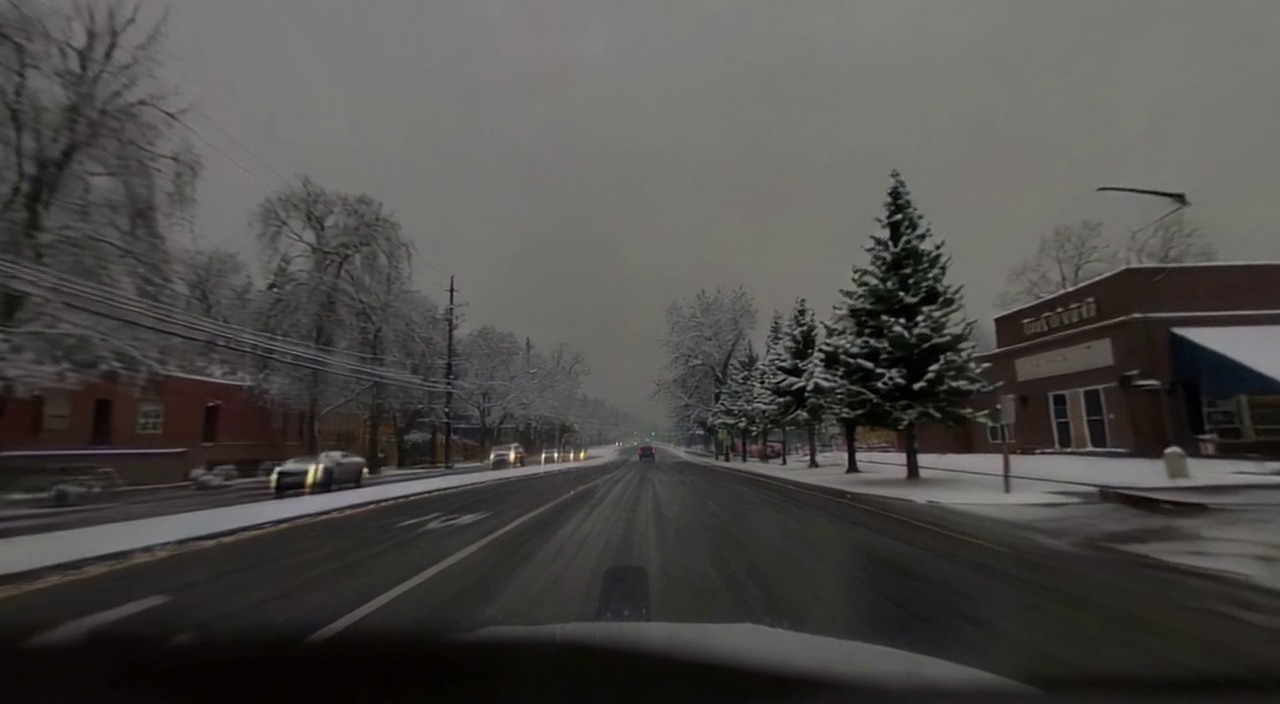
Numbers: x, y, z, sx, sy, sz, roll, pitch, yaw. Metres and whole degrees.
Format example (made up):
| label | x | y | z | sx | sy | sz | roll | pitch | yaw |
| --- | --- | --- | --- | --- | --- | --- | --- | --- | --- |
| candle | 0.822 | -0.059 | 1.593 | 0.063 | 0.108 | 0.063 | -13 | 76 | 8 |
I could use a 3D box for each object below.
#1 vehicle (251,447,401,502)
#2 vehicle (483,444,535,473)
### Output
| label | x | y | z | sx | sy | sz | roll | pitch | yaw |
| --- | --- | --- | --- | --- | --- | --- | --- | --- | --- |
| vehicle | -9.832 | 3.841 | 20.343 | 2.084 | 1.517 | 5.096 | 0 | -8 | 2 |
| vehicle | -8.329 | 6.807 | 40.581 | 2.250 | 1.747 | 4.492 | 0 | -8 | 2 |
